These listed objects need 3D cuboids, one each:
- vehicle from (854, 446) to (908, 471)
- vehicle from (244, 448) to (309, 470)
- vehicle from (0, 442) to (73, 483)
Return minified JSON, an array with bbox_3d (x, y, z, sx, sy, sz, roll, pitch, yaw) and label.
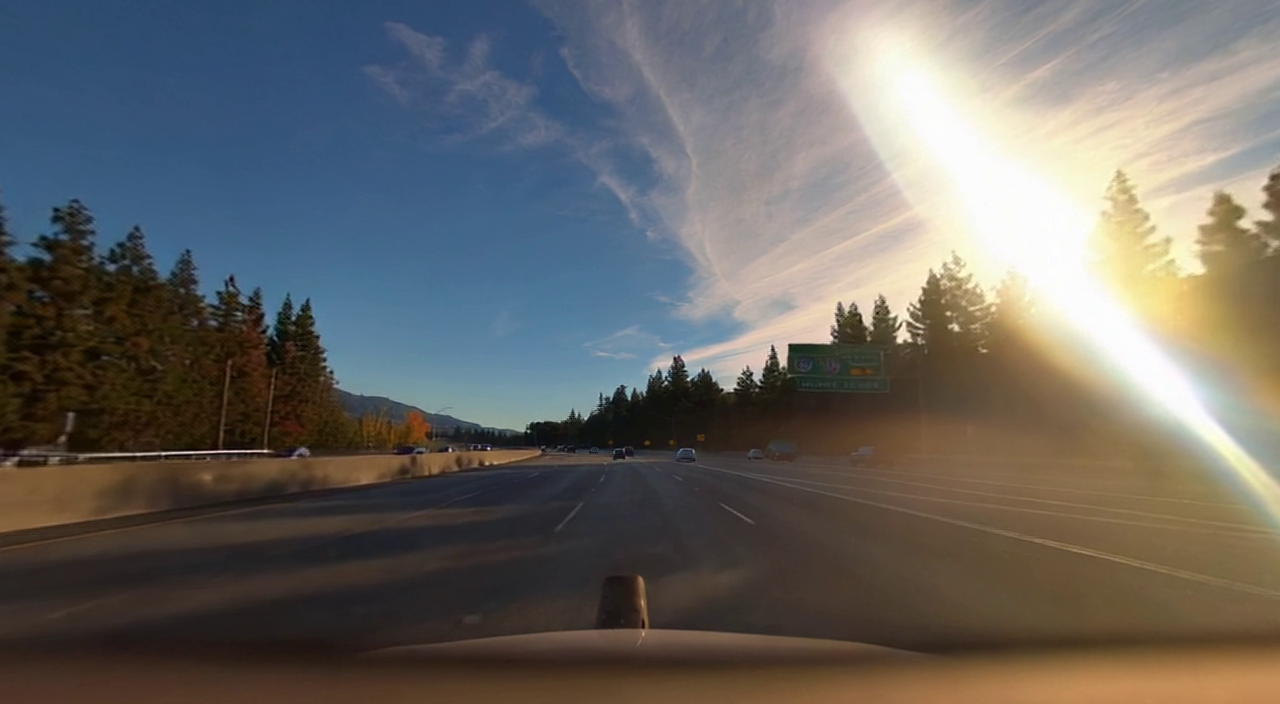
[{"bbox_3d":[16.273,7.217,42.699,1.955,1.607,4.232,0,-9,0],"label":"vehicle"},{"bbox_3d":[-26.577,7.827,46.249,1.922,1.519,4.830,0,-9,-1],"label":"vehicle"},{"bbox_3d":[-27.603,4.760,27.271,1.937,1.701,4.515,0,-9,-2],"label":"vehicle"}]
